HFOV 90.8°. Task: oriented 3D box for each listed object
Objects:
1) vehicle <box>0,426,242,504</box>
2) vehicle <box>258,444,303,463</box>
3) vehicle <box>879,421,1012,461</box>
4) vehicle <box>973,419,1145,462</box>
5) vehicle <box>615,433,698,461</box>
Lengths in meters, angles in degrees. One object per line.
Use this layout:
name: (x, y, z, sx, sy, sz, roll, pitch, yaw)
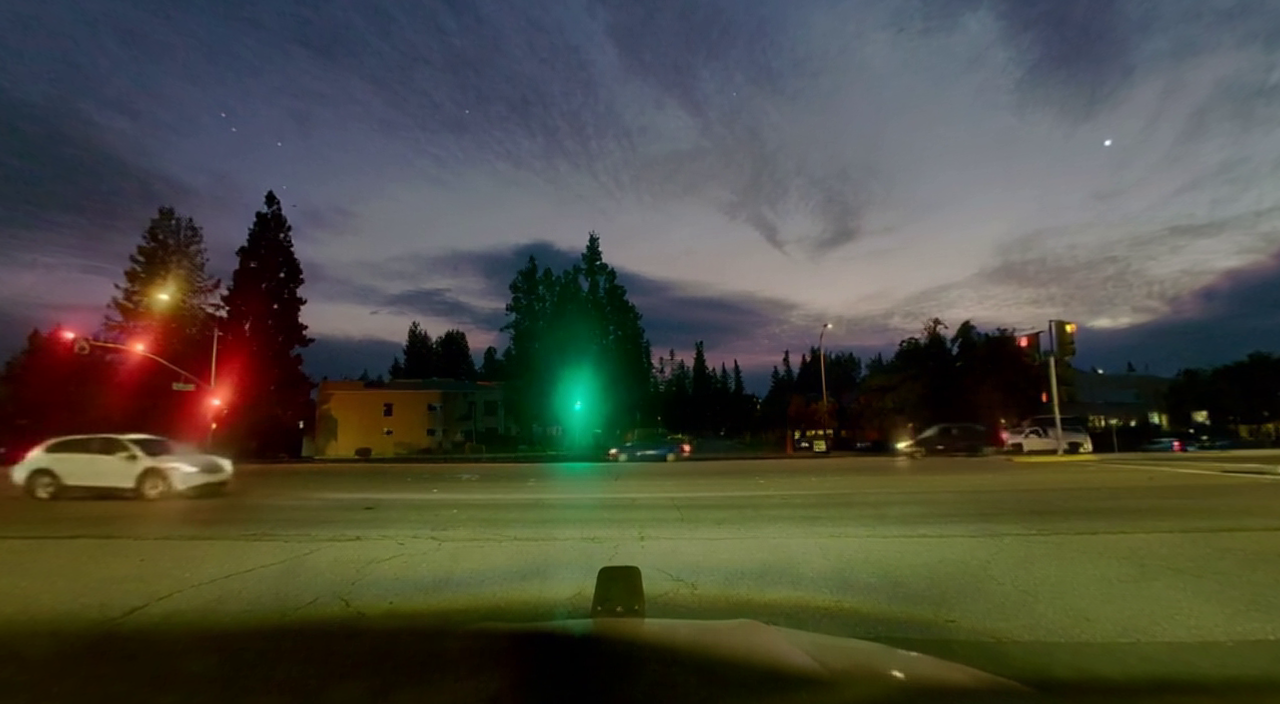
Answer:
vehicle: (-12.930, 2.755, 15.636, 4.959, 1.715, 2.162, -2, -9, 11)
vehicle: (-28.129, 7.923, 49.582, 2.235, 1.417, 4.272, 3, -9, -19)
vehicle: (12.966, 3.835, 27.129, 4.677, 1.593, 2.029, -2, -9, 11)
vehicle: (15.023, 3.215, 22.949, 4.749, 1.461, 1.892, -1, -9, 9)
vehicle: (0.980, 5.454, 36.178, 4.488, 1.536, 1.849, -2, -9, 11)
